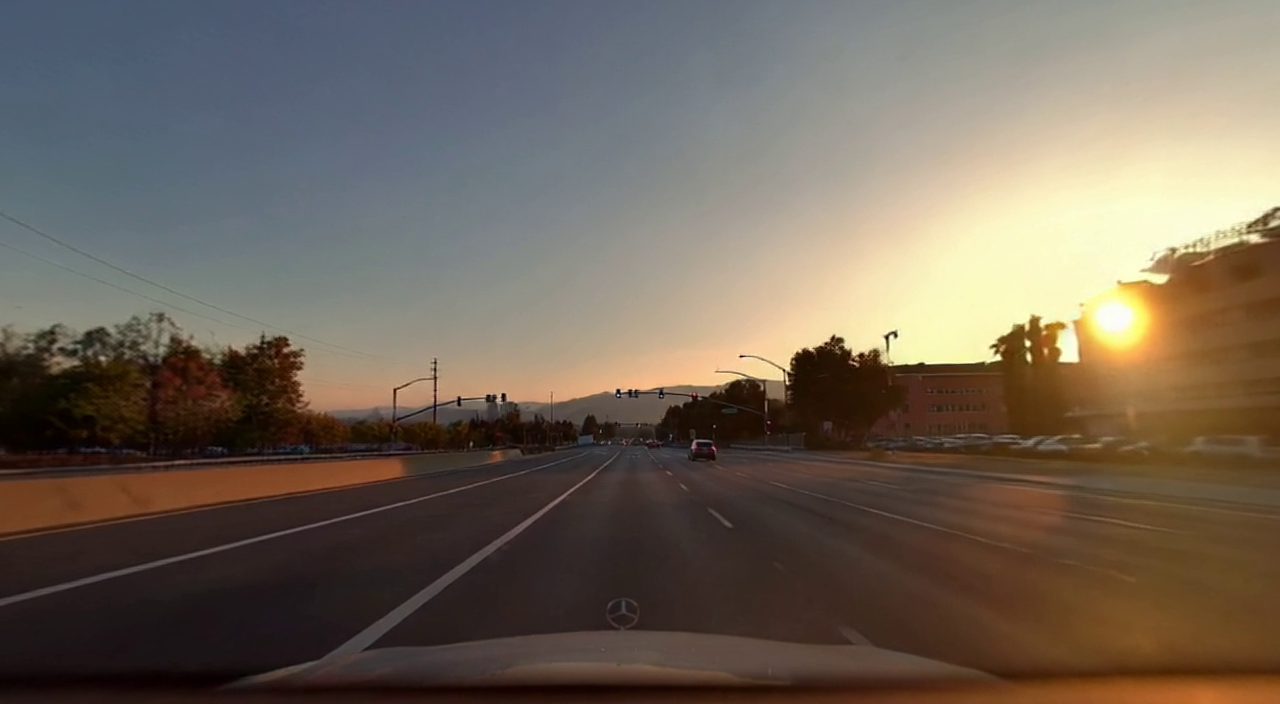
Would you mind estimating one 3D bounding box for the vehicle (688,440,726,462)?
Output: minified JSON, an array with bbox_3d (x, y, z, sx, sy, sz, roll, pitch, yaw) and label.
[{"bbox_3d":[4.833,7.217,46.150,2.187,1.475,4.529,0,-9,0],"label":"vehicle"}]
